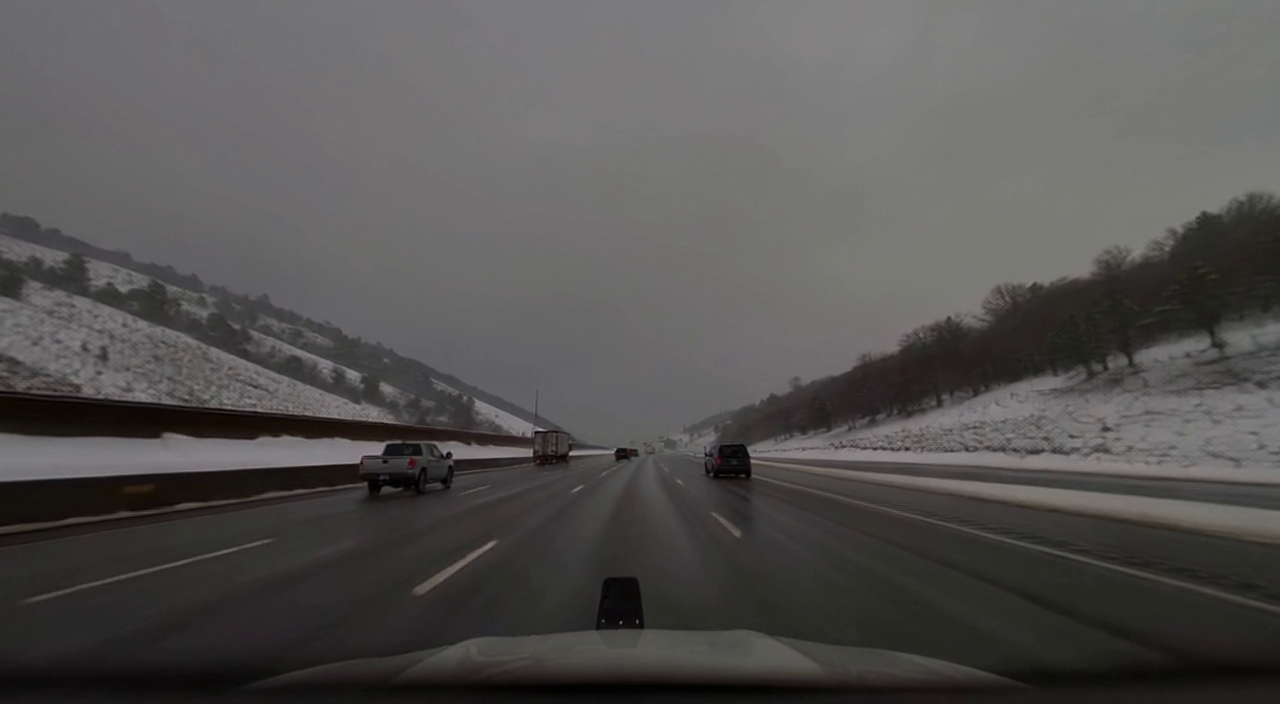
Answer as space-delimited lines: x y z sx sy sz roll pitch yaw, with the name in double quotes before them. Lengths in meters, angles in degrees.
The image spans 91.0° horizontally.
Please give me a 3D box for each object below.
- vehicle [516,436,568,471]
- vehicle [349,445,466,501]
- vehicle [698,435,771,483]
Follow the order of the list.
"vehicle" -7.555 7.999 49.537 2.937 2.509 7.090 0 -9 0
"vehicle" -7.239 3.791 20.234 1.935 1.550 4.883 0 -9 0
"vehicle" 3.770 4.396 26.106 2.231 1.789 4.700 0 -9 -1
